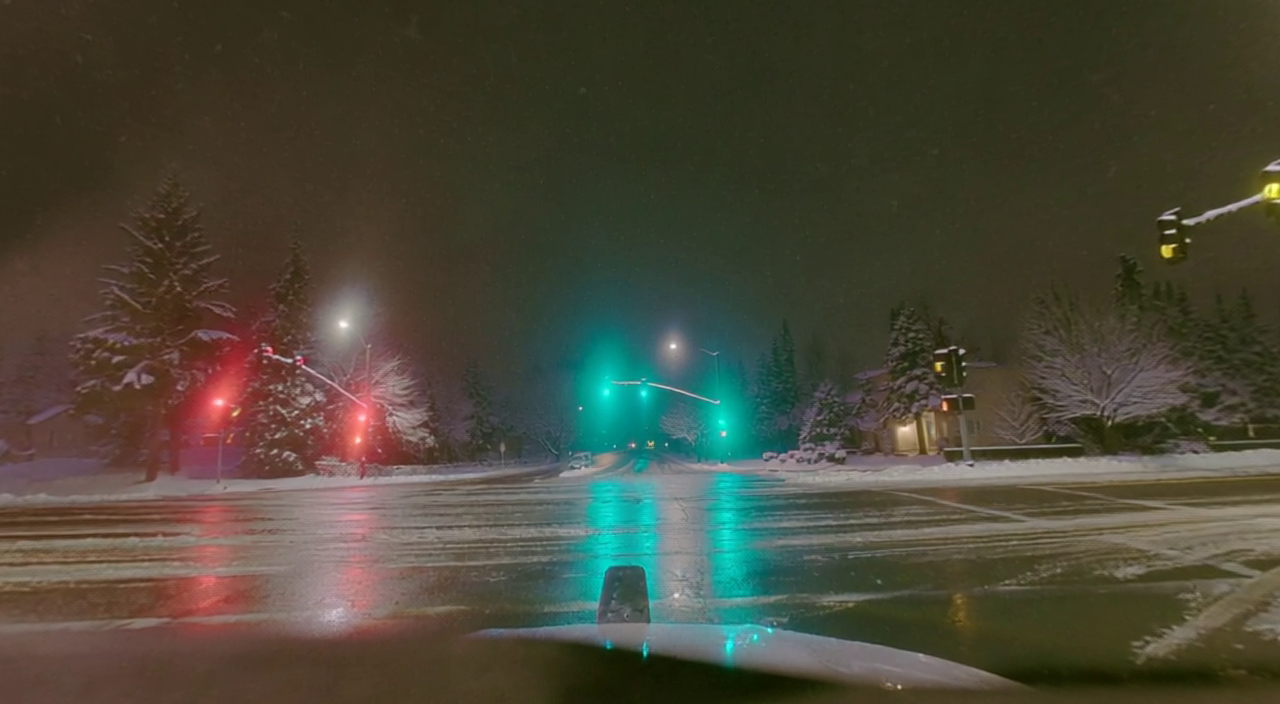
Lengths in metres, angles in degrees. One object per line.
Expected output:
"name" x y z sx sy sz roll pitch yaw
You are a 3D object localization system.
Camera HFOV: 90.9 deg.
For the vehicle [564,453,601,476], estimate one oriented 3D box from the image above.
"vehicle" -4.468 8.849 49.857 2.030 1.704 4.205 -1 -8 7
